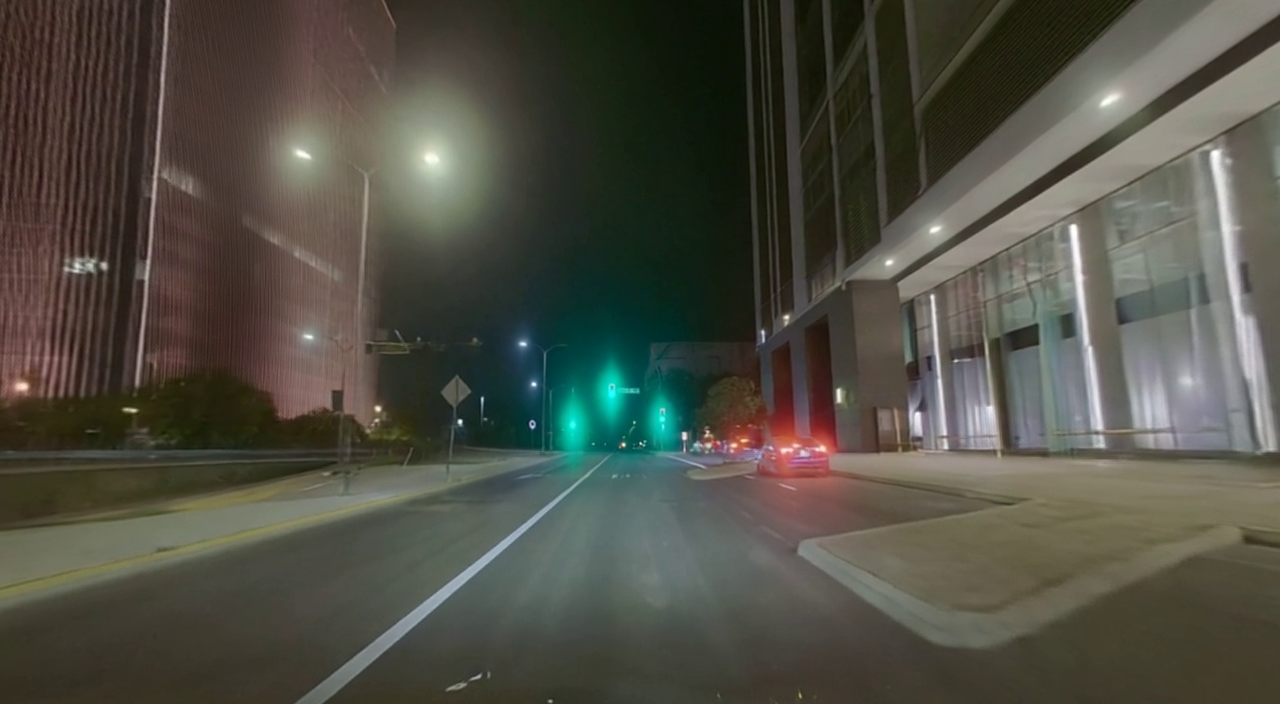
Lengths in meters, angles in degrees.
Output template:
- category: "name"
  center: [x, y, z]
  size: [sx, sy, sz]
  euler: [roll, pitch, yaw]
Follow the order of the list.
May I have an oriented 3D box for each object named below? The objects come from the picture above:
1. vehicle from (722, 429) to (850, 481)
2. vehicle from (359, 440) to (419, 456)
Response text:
- category: "vehicle"
  center: [4.826, 3.331, 20.739]
  size: [3.844, 1.524, 1.847]
  euler: [4, -9, -31]
- category: "vehicle"
  center: [-19.741, 7.581, 49.779]
  size: [2.660, 1.211, 4.739]
  euler: [0, -8, 1]
